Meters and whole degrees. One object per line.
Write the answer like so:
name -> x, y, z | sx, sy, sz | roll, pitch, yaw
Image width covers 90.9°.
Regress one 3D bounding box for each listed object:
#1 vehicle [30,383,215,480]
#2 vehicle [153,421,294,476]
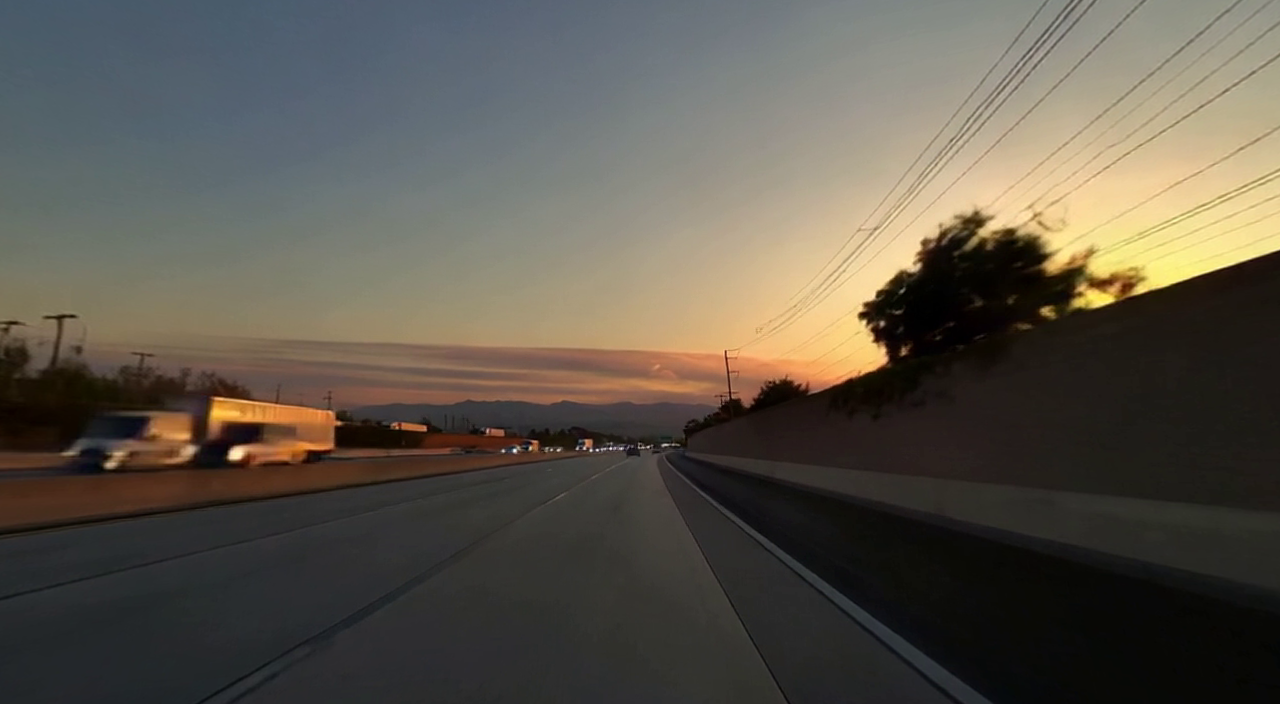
vehicle -> -22.792, 3.630, 28.300 | 2.919, 3.851, 5.905 | 0, -9, 2
vehicle -> -15.573, 3.666, 23.985 | 1.995, 1.848, 4.840 | 0, -9, 0
